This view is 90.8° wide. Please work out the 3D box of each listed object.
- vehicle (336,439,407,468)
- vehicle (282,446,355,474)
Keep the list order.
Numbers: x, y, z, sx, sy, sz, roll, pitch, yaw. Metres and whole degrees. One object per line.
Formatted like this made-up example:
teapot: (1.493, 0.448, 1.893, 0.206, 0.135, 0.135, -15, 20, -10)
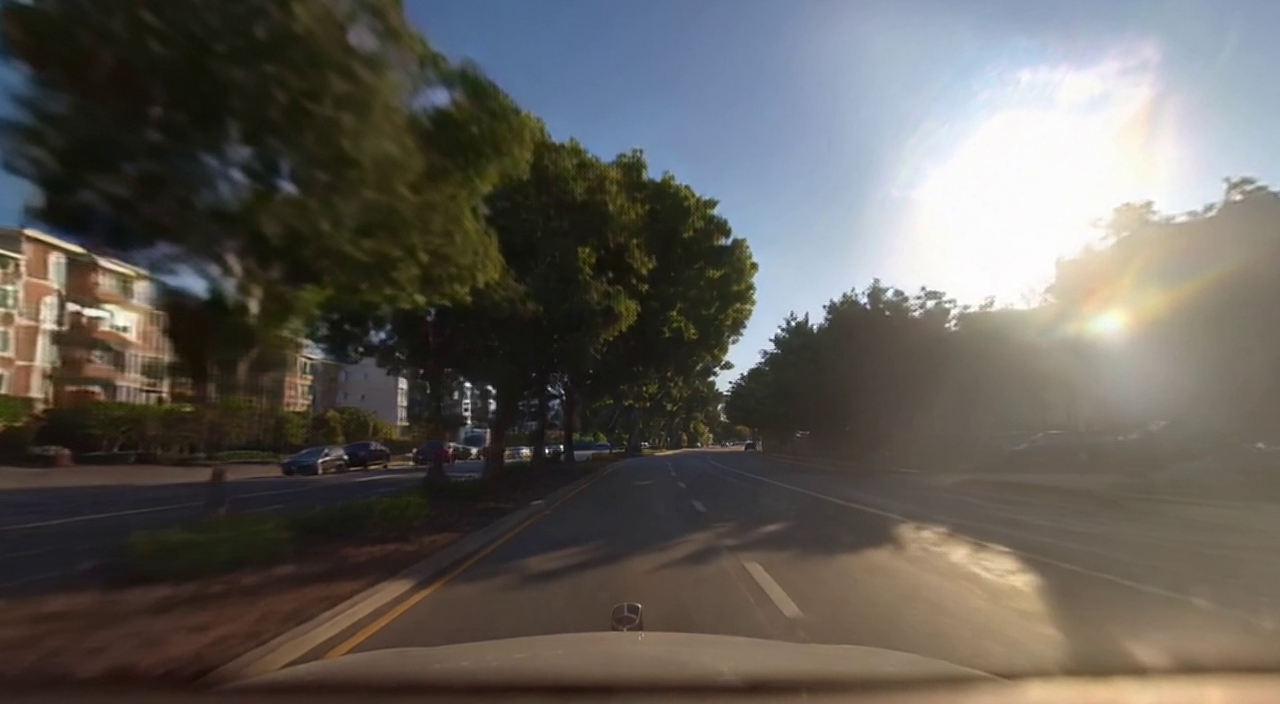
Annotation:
vehicle: (-18.434, 7.006, 43.650, 2.295, 1.809, 5.236, -2, -9, 4)
vehicle: (-18.833, 6.315, 37.223, 1.880, 1.457, 4.487, -3, -8, 2)
